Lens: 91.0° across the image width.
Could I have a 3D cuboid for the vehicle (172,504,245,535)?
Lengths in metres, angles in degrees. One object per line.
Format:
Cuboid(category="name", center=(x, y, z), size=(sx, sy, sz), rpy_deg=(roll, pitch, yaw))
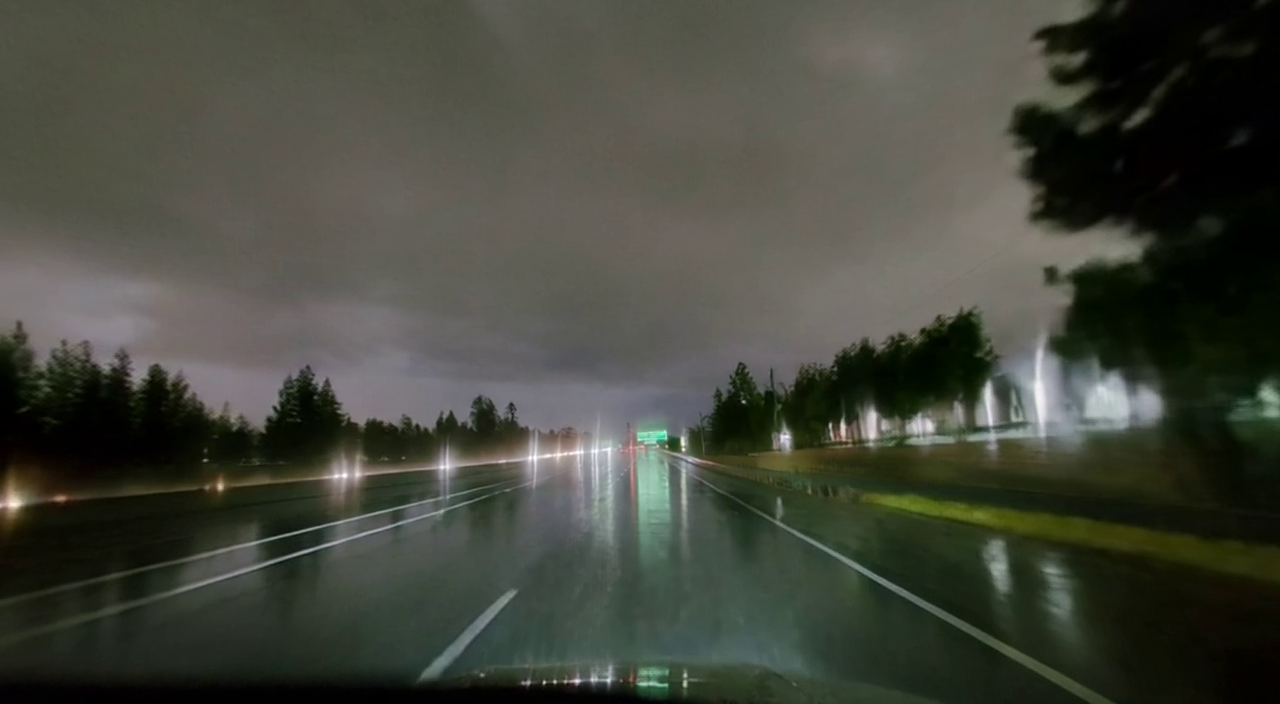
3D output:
Cuboid(category="vehicle", center=(-30.136, 11.703, 44.143), size=(1.775, 1.530, 4.579), rpy_deg=(-1, -9, 2))
